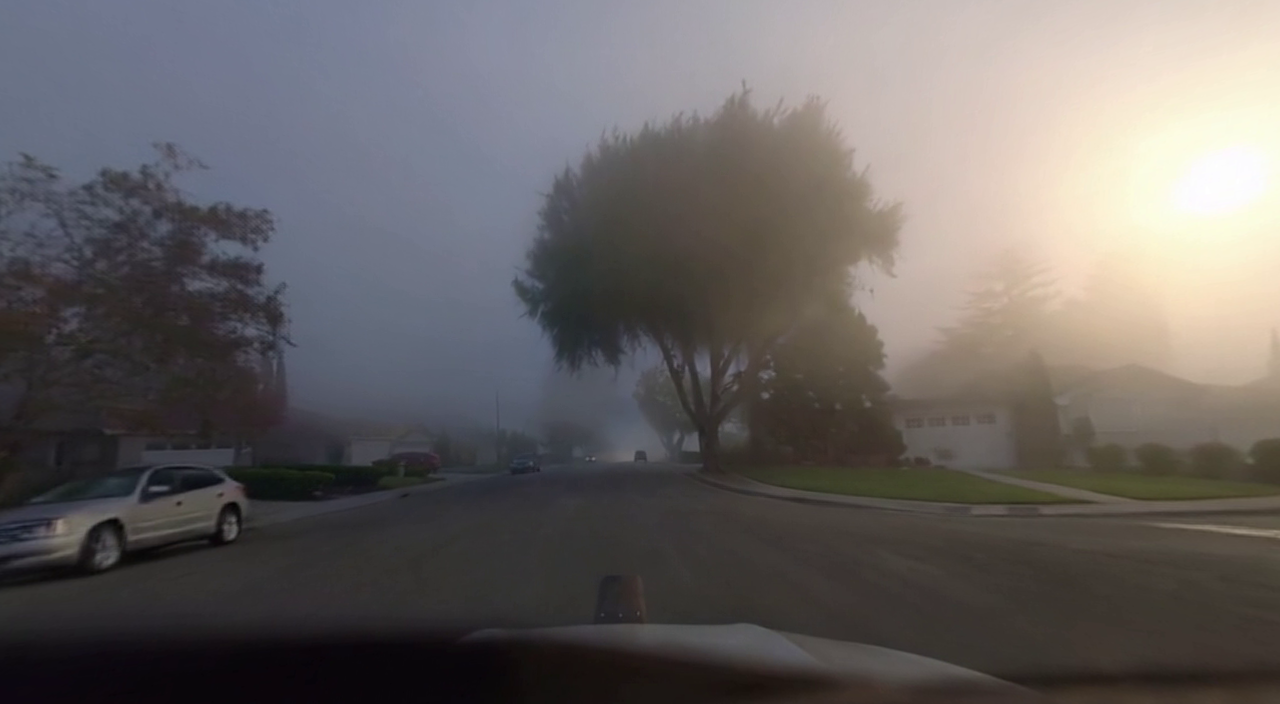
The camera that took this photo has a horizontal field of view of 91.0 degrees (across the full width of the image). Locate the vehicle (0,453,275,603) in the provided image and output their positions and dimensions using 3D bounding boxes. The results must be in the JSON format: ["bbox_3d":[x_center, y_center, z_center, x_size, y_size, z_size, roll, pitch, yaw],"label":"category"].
[{"bbox_3d":[-7.236,2.224,8.671,1.938,1.499,4.290,-3,-9,-1],"label":"vehicle"}]

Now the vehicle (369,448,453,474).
[{"bbox_3d":[-15.379,7.344,42.424,4.850,1.676,1.920,0,-9,2],"label":"vehicle"}]
